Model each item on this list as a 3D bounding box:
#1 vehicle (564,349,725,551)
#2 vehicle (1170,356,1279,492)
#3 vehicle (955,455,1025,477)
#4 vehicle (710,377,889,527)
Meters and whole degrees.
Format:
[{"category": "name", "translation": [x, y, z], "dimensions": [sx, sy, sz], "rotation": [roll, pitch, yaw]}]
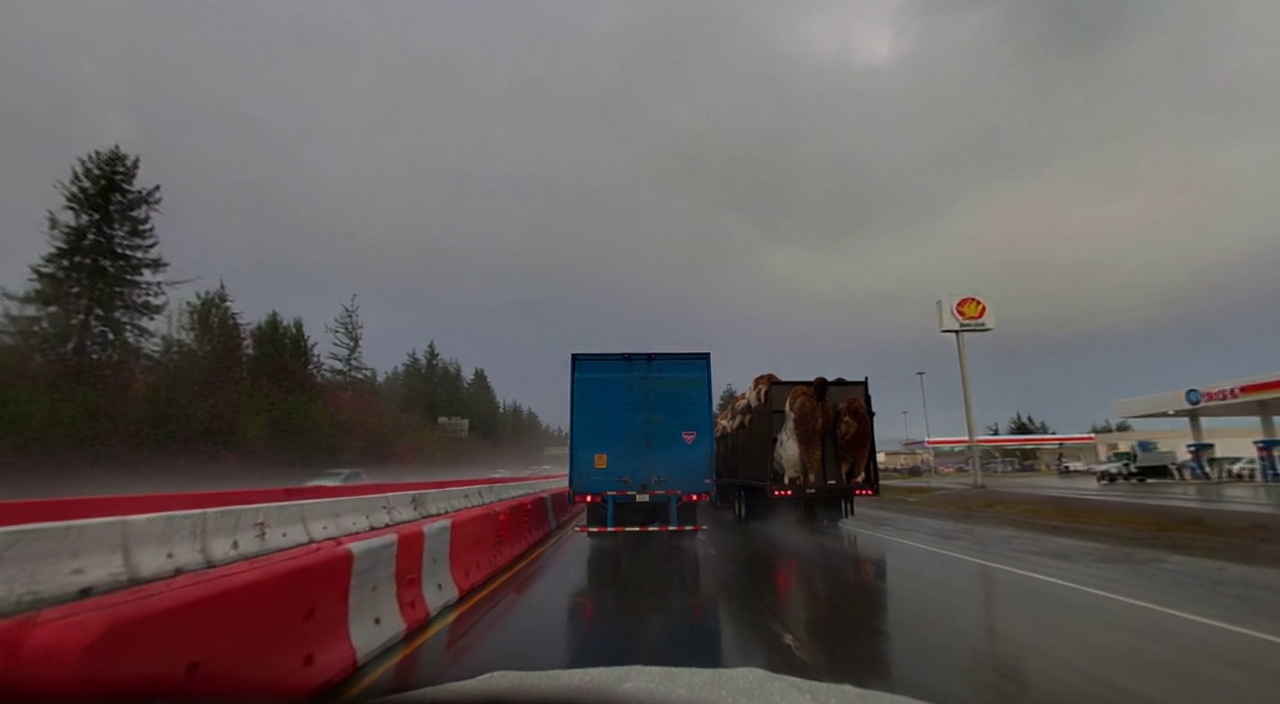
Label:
[{"category": "vehicle", "translation": [0.042, 2.376, 14.813], "dimensions": [2.618, 3.306, 8.676], "rotation": [1, -10, 0]}, {"category": "vehicle", "translation": [20.853, 1.651, 16.139], "dimensions": [2.771, 4.075, 13.513], "rotation": [1, -11, 0]}, {"category": "vehicle", "translation": [24.530, 8.020, 44.324], "dimensions": [1.762, 1.470, 4.485], "rotation": [3, -11, -11]}, {"category": "vehicle", "translation": [4.424, 3.287, 20.244], "dimensions": [2.936, 3.640, 9.443], "rotation": [1, -10, -2]}]
